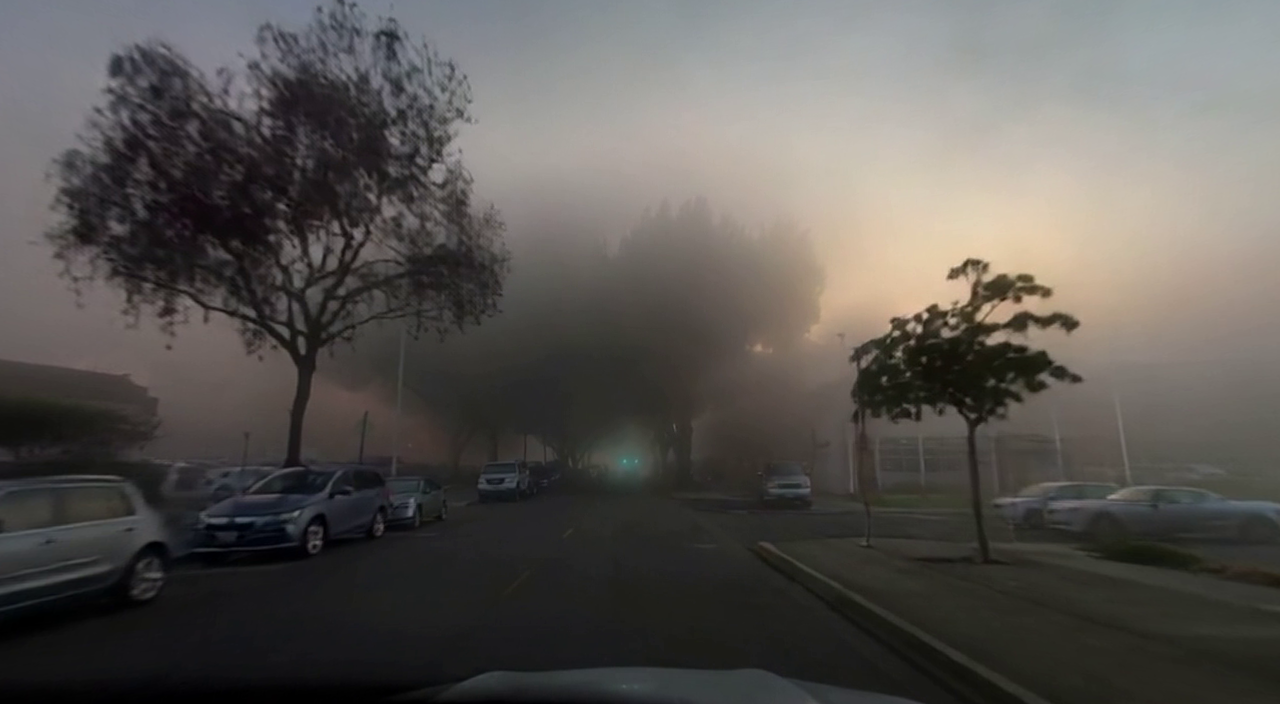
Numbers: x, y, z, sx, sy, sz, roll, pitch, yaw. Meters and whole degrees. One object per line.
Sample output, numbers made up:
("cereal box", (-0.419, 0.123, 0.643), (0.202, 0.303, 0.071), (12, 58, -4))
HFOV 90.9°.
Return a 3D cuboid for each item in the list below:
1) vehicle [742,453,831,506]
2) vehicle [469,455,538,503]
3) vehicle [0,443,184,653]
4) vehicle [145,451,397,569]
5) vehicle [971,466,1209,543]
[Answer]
("vehicle", (5.442, 4.836, 24.065), (2.054, 1.779, 4.650), (1, -11, -3))
("vehicle", (-6.260, 5.922, 29.604), (2.196, 2.001, 5.548), (1, -11, -3))
("vehicle", (-5.783, 1.466, 4.669), (1.820, 1.578, 4.043), (1, -11, -2))
("vehicle", (-6.065, 2.647, 11.118), (1.957, 1.634, 4.164), (1, -11, -1))
("vehicle", (10.121, 3.462, 14.785), (1.926, 1.469, 4.654), (2, -11, -4))
